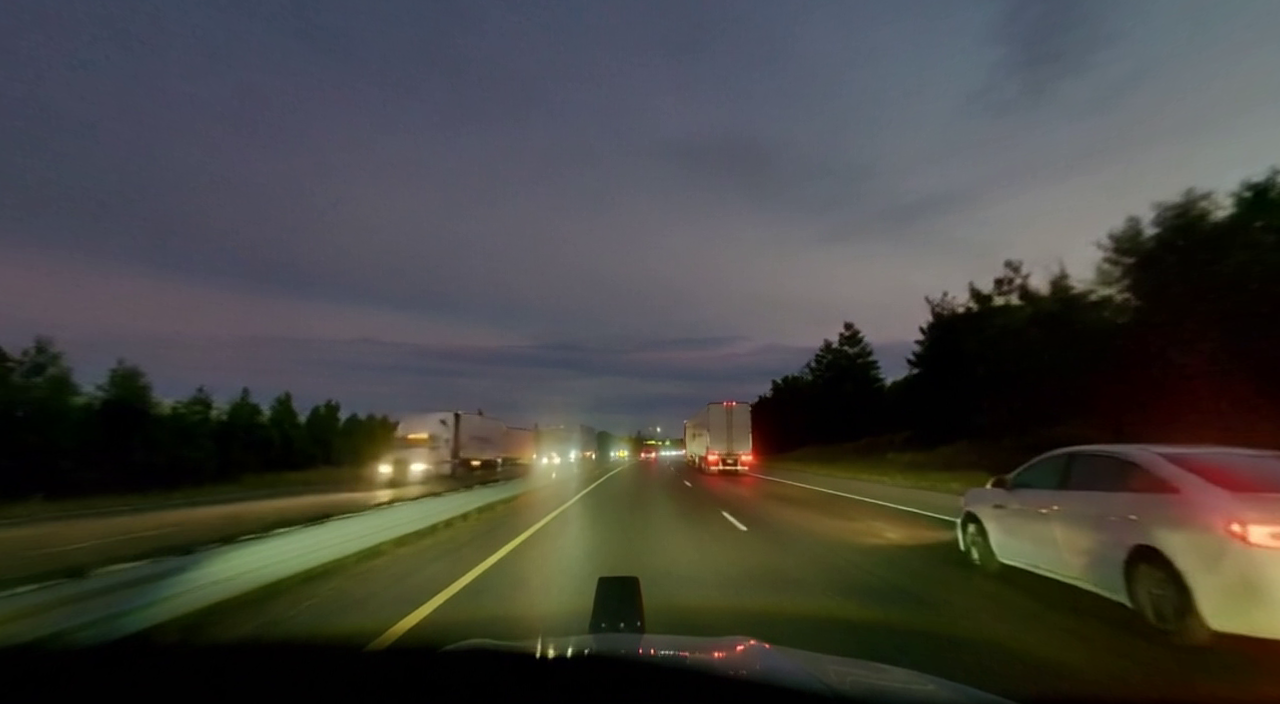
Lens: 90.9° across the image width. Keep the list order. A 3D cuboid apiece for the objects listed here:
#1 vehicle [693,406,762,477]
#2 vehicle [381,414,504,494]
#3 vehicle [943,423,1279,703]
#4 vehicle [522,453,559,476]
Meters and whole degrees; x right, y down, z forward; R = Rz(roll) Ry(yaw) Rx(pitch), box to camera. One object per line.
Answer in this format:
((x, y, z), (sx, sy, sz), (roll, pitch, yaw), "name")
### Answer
((4.921, 5.445, 37.971), (2.866, 3.558, 11.674), (0, -9, 2), "vehicle")
((-9.714, 5.205, 32.446), (2.952, 3.538, 9.079), (-1, -9, 3), "vehicle")
((3.954, 1.243, 4.135), (1.893, 1.442, 4.039), (0, -9, 0), "vehicle")
((-7.506, 8.523, 47.902), (1.952, 1.579, 4.290), (0, -9, 2), "vehicle")
